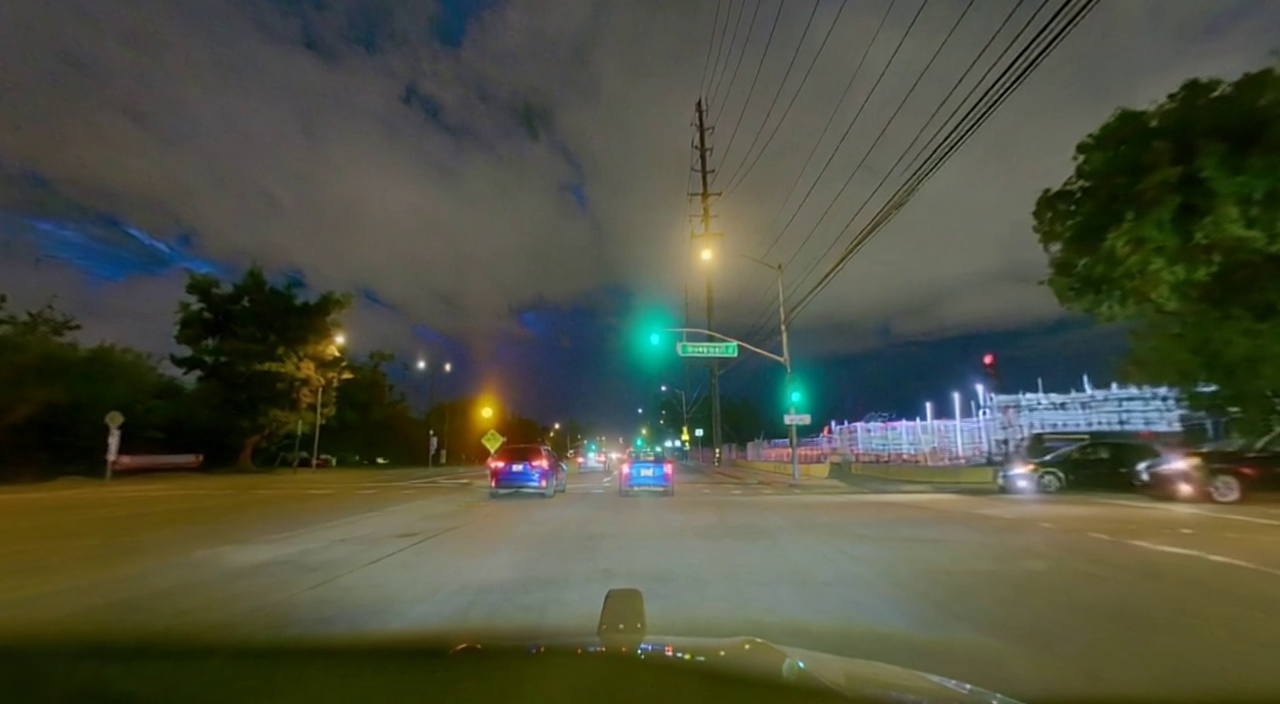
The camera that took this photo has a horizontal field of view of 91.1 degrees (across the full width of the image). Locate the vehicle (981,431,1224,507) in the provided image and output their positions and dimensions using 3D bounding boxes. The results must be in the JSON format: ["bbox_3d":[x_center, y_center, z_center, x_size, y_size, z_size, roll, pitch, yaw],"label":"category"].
[{"bbox_3d":[12.113,3.091,16.820,4.551,1.759,2.320,-2,-8,5],"label":"vehicle"}]

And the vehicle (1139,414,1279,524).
[{"bbox_3d":[13.656,2.382,13.122,4.623,2.090,2.017,0,-8,-1],"label":"vehicle"}]

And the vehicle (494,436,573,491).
[{"bbox_3d":[-3.767,4.008,23.038,2.078,1.804,4.387,0,-8,1],"label":"vehicle"}]

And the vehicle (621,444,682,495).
[{"bbox_3d":[0.379,4.279,23.389,2.059,1.691,3.980,0,-8,0],"label":"vehicle"}]

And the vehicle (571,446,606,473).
[{"bbox_3d":[-3.467,7.350,43.342,1.910,1.713,4.786,0,-8,1],"label":"vehicle"}]
